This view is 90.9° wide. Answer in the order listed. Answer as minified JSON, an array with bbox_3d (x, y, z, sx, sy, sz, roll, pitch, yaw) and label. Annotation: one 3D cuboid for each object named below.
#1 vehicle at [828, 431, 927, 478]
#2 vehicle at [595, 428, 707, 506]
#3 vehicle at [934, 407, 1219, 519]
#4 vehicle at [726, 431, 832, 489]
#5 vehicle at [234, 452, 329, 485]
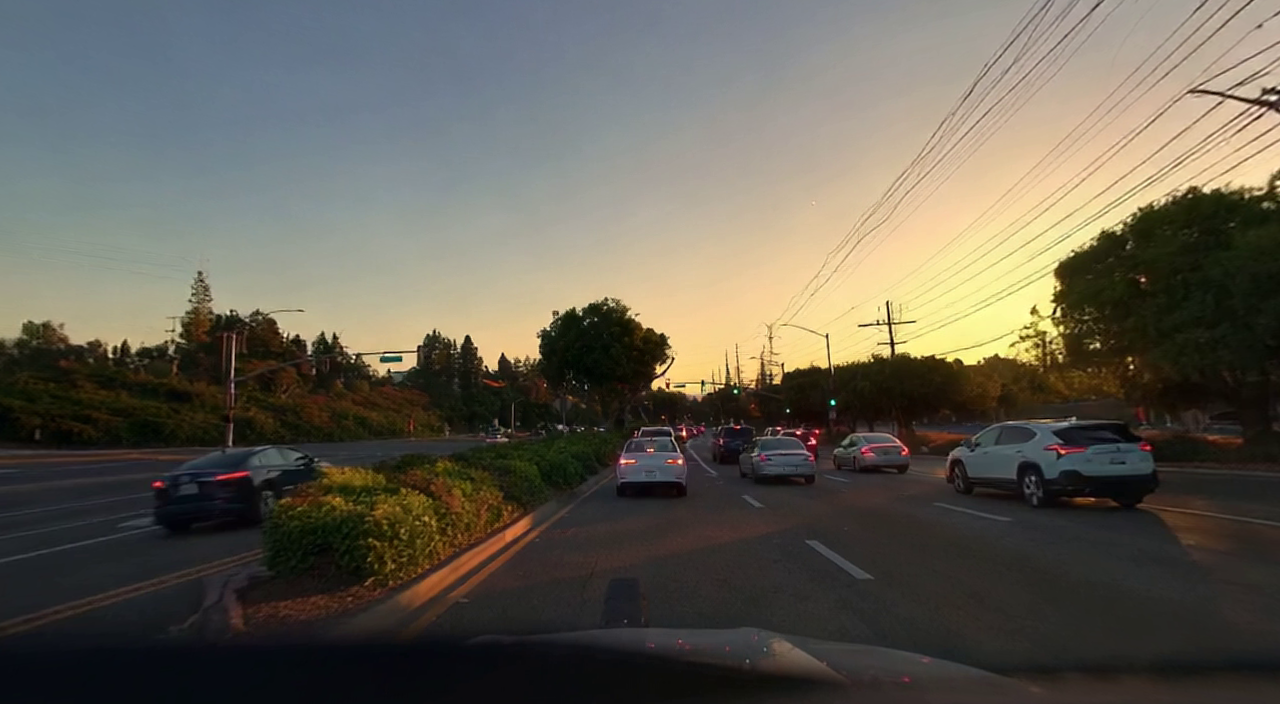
[{"bbox_3d":[8.181,3.580,22.235,1.905,1.483,4.469,-1,-8,2],"label":"vehicle"},{"bbox_3d":[0.244,2.597,14.660,2.208,1.498,4.401,0,-8,1],"label":"vehicle"},{"bbox_3d":[8.306,2.186,12.856,2.195,1.802,5.051,0,-8,1],"label":"vehicle"},{"bbox_3d":[3.826,3.068,18.232,2.028,1.454,4.531,0,-8,0],"label":"vehicle"},{"bbox_3d":[-17.349,5.632,30.777,1.986,1.404,4.177,-1,-8,4],"label":"vehicle"}]
